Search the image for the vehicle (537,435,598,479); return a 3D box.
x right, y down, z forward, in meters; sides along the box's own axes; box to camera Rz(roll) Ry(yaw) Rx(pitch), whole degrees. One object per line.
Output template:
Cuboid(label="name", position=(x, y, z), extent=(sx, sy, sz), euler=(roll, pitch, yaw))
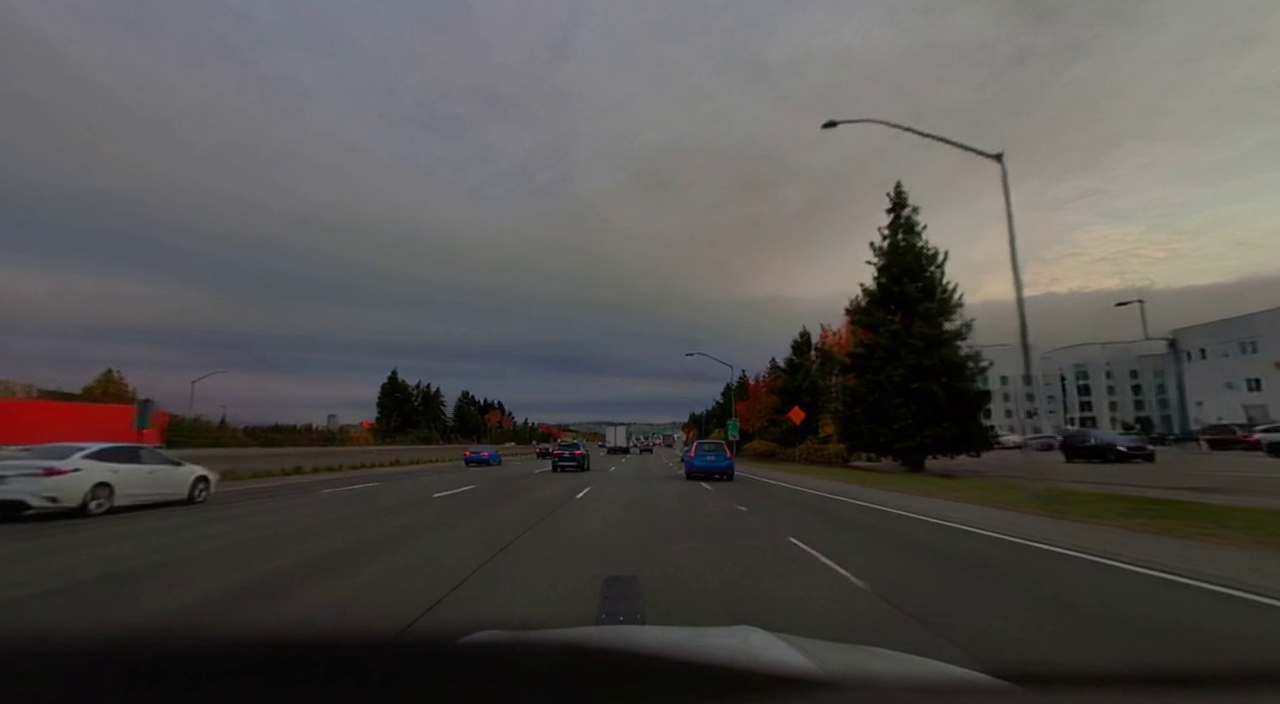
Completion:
Cuboid(label="vehicle", position=(-3.095, 4.614, 27.857), extent=(2.111, 1.742, 4.315), euler=(0, -9, 1))

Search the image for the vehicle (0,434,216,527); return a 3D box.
Cuboid(label="vehicle", position=(-10.985, 2.451, 12.617), extent=(1.919, 1.509, 4.265), euler=(0, -9, 1))

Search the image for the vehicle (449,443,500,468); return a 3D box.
Cuboid(label="vehicle", position=(-10.730, 6.756, 41.183), extent=(2.006, 1.509, 4.634), euler=(0, -9, 1))

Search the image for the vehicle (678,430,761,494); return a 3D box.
Cuboid(label="vehicle", position=(2.341, 3.426, 19.870), extent=(2.101, 1.742, 4.495), euler=(0, -9, 1))
